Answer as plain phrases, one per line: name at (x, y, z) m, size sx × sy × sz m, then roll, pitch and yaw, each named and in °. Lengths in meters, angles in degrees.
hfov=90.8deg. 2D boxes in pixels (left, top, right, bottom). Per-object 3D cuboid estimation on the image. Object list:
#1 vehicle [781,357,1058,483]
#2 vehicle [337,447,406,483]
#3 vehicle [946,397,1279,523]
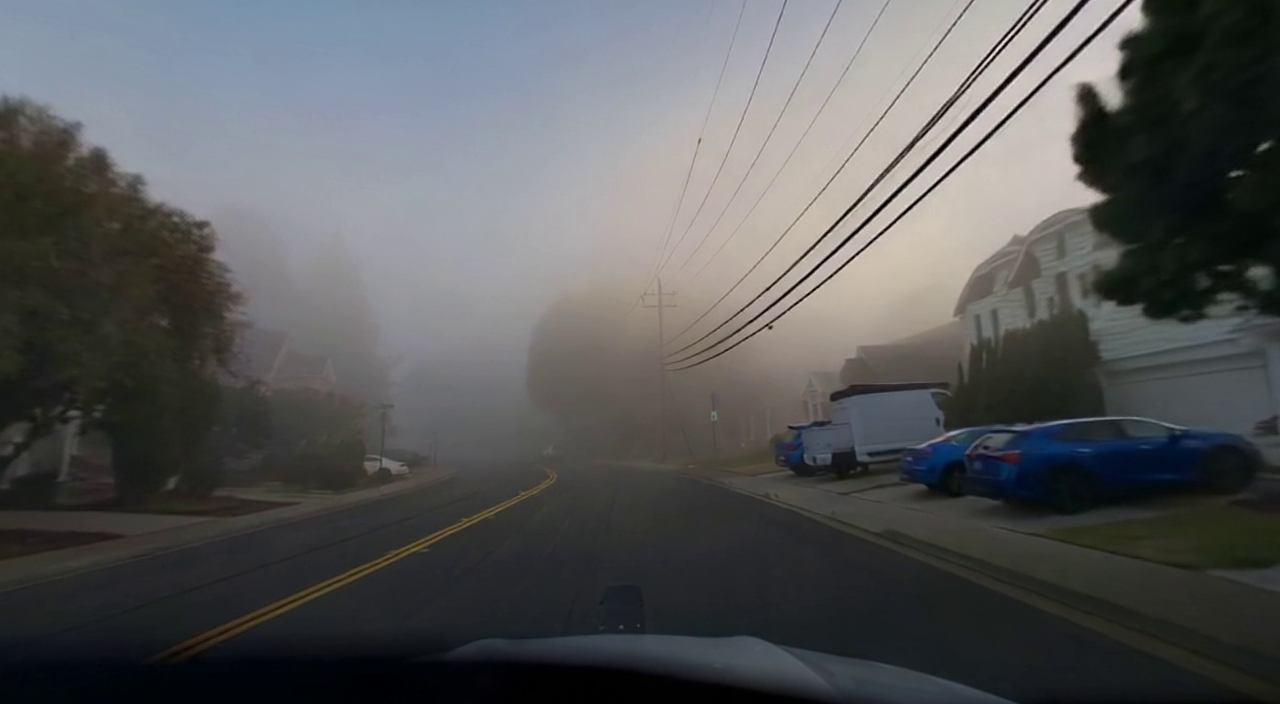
vehicle at (8.290, 2.074, 19.241) m, size 7.115 × 3.010 × 2.378 m, roll -4°, pitch -8°, yaw -5°
vehicle at (-12.884, 5.421, 30.640) m, size 2.390 × 1.431 × 4.253 m, roll 0°, pitch -7°, yaw -13°
vehicle at (7.566, 1.646, 9.921) m, size 4.412 × 1.565 × 1.957 m, roll -3°, pitch -8°, yaw 0°
